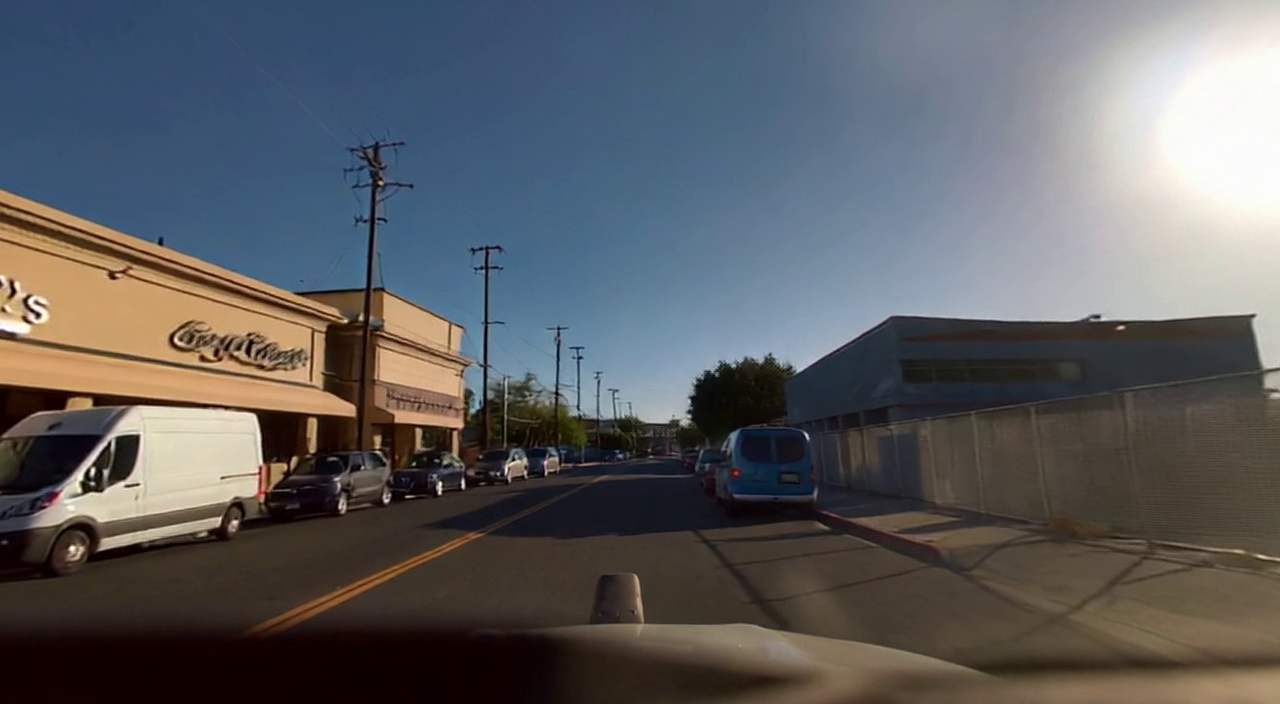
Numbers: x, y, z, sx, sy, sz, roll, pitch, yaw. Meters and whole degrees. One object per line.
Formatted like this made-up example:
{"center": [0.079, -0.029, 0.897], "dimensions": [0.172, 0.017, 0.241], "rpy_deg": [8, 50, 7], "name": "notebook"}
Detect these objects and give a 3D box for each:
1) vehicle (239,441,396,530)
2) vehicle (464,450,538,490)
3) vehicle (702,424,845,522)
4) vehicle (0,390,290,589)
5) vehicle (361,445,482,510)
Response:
{"center": [-7.992, 3.280, 16.163], "dimensions": [1.857, 1.908, 4.081], "rpy_deg": [-2, -8, 0], "name": "vehicle"}
{"center": [-7.336, 6.260, 34.063], "dimensions": [2.504, 1.919, 5.658], "rpy_deg": [0, -8, 2], "name": "vehicle"}
{"center": [3.057, 2.942, 16.078], "dimensions": [2.327, 2.021, 5.850], "rpy_deg": [0, -8, 0], "name": "vehicle"}
{"center": [-8.138, 2.040, 10.046], "dimensions": [2.435, 2.308, 4.937], "rpy_deg": [-4, -8, -1], "name": "vehicle"}
{"center": [-7.652, 4.404, 22.909], "dimensions": [2.304, 1.937, 5.720], "rpy_deg": [-2, -8, 1], "name": "vehicle"}
